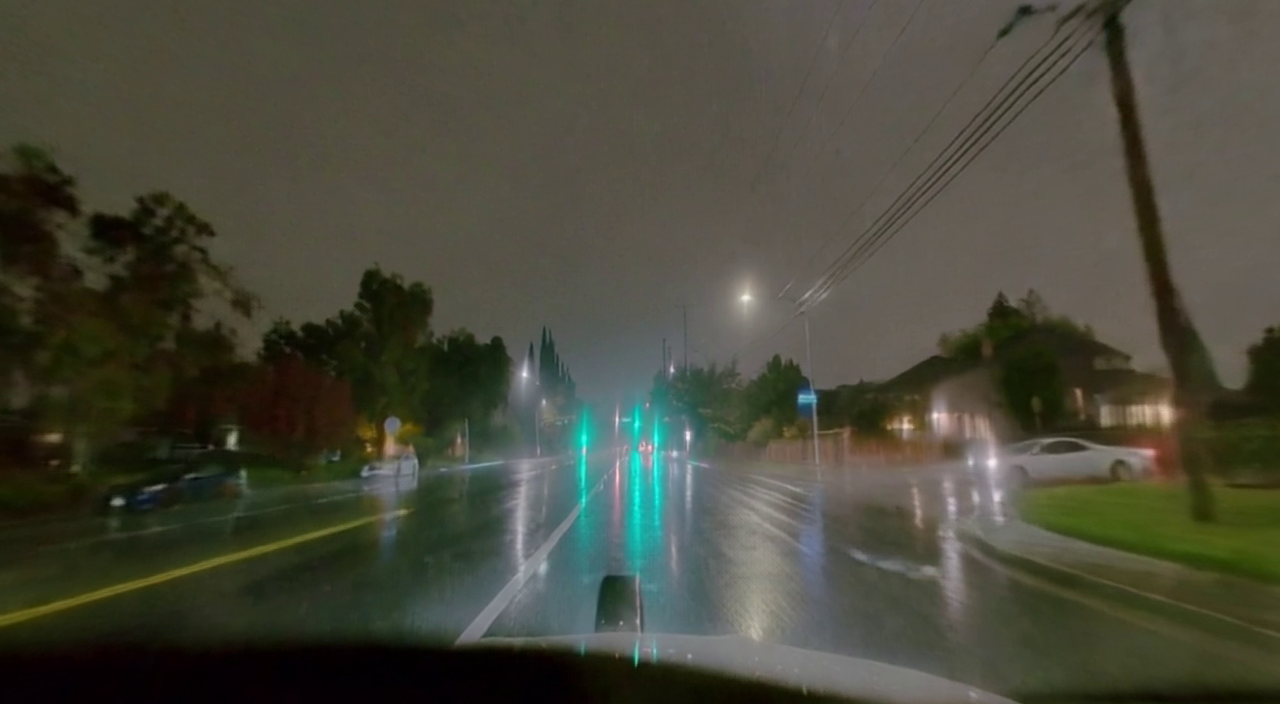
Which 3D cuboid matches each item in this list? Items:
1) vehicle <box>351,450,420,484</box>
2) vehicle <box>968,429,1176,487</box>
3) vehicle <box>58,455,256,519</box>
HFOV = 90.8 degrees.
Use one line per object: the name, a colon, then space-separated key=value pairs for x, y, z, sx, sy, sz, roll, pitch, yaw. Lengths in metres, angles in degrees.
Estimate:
vehicle: x=-13.811 y=6.240 z=34.573 sx=1.941 sy=1.501 sz=4.432 roll=-3 pitch=-7 yaw=0
vehicle: x=11.832 y=2.891 z=17.439 sx=4.644 sy=1.471 sz=1.843 roll=2 pitch=-8 yaw=-10
vehicle: x=-13.672 y=3.802 z=18.349 sx=1.901 sy=1.481 sz=4.636 roll=0 pitch=-8 yaw=3
